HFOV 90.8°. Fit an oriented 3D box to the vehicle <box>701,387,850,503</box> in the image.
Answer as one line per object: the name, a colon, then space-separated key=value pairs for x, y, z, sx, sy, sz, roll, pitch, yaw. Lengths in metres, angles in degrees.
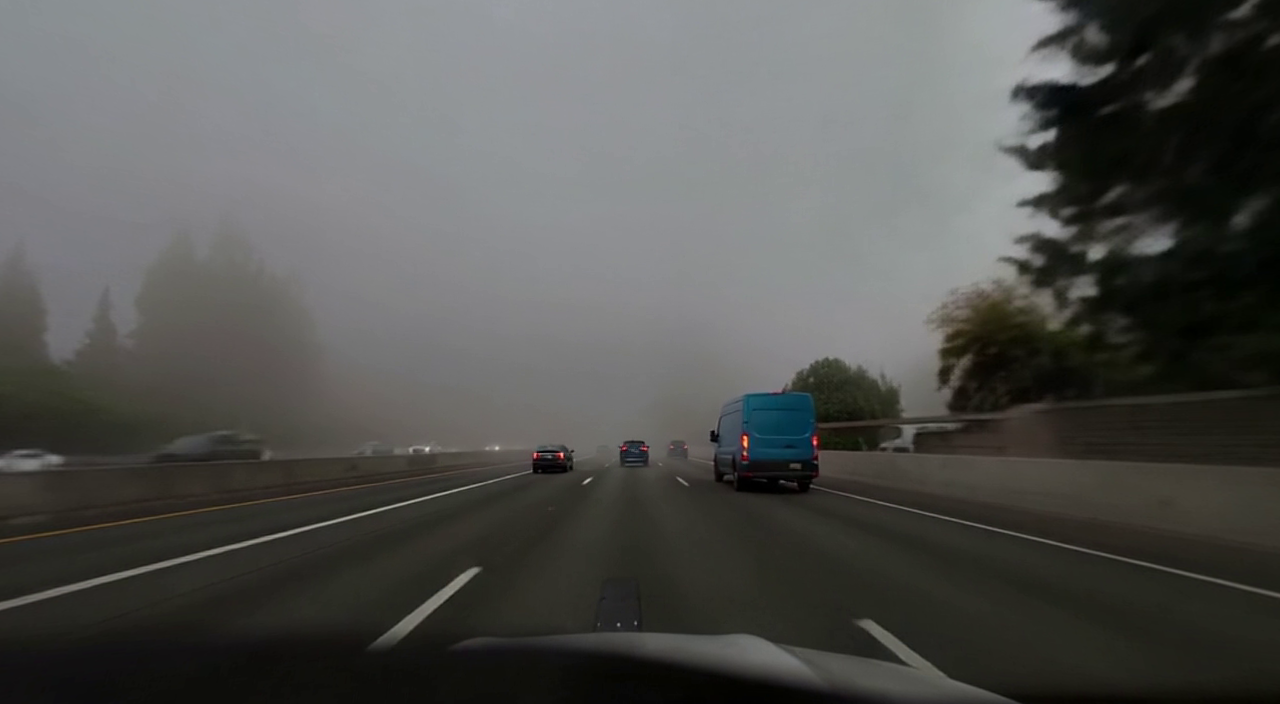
vehicle: x=3.501 y=2.650 z=18.177 sx=2.631 sy=2.709 sz=6.496 roll=0 pitch=-8 yaw=-2

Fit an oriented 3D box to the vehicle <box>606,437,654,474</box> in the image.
vehicle: x=-0.540 y=5.339 z=32.817 sx=2.297 sy=1.783 sz=4.355 roll=0 pitch=-8 yaw=-1

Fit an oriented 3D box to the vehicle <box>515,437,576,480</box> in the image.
vehicle: x=-4.092 y=4.680 z=28.008 sx=2.023 sy=1.709 sz=4.263 roll=0 pitch=-8 yaw=0

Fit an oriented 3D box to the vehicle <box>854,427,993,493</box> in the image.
vehicle: x=9.523 y=3.674 z=21.890 sx=2.344 sy=1.967 sz=5.275 roll=0 pitch=-8 yaw=0

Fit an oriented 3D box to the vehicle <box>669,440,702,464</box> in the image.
vehicle: x=3.529 y=7.835 z=49.510 sx=2.160 sy=1.759 sz=4.214 roll=0 pitch=-8 yaw=-2

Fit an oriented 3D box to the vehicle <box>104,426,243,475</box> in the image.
vehicle: x=-17.071 y=3.635 z=23.424 sx=2.108 sy=1.660 sz=4.008 roll=0 pitch=-8 yaw=-1
